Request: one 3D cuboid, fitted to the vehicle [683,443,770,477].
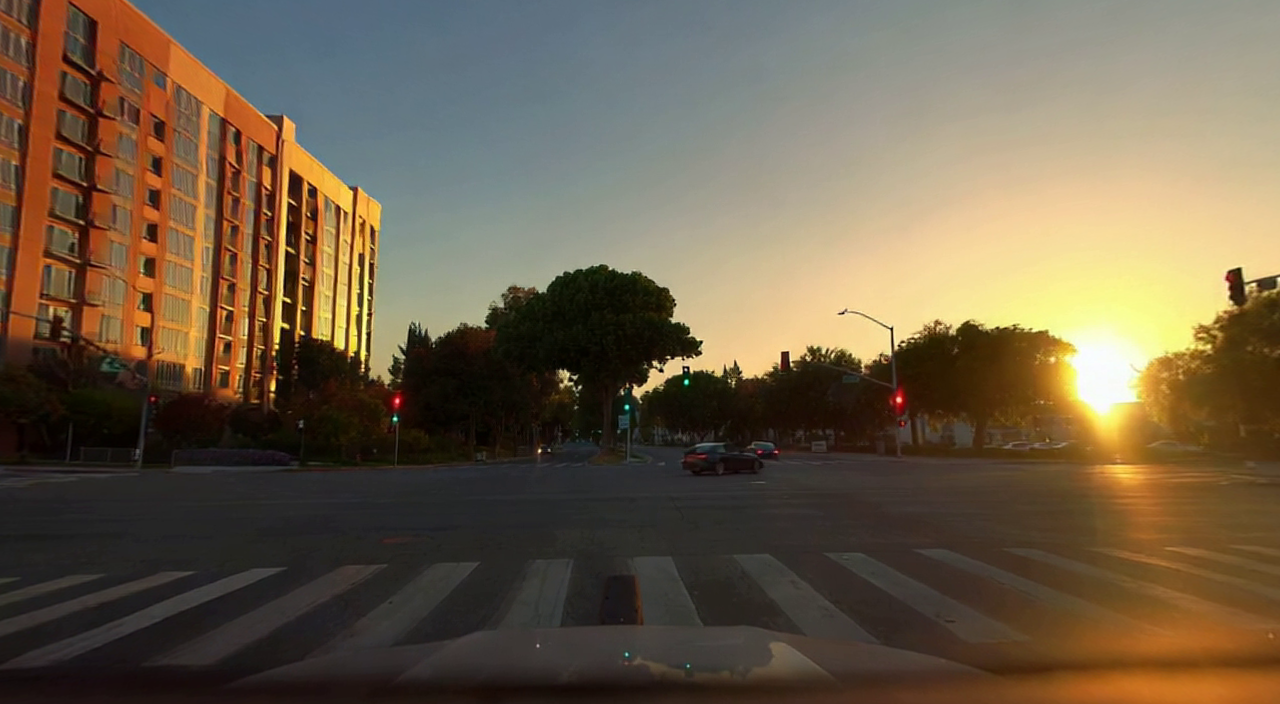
[{"bbox_3d":[4.141,5.056,29.851,2.043,1.454,4.424,-7,-11,38],"label":"vehicle"}]

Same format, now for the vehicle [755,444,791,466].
[{"bbox_3d":[10.210,7.940,48.957,1.955,1.569,4.397,0,-8,2],"label":"vehicle"}]

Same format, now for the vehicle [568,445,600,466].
[{"bbox_3d":[-4.363,8.124,49.750,2.130,1.613,4.121,0,-8,0],"label":"vehicle"}]
